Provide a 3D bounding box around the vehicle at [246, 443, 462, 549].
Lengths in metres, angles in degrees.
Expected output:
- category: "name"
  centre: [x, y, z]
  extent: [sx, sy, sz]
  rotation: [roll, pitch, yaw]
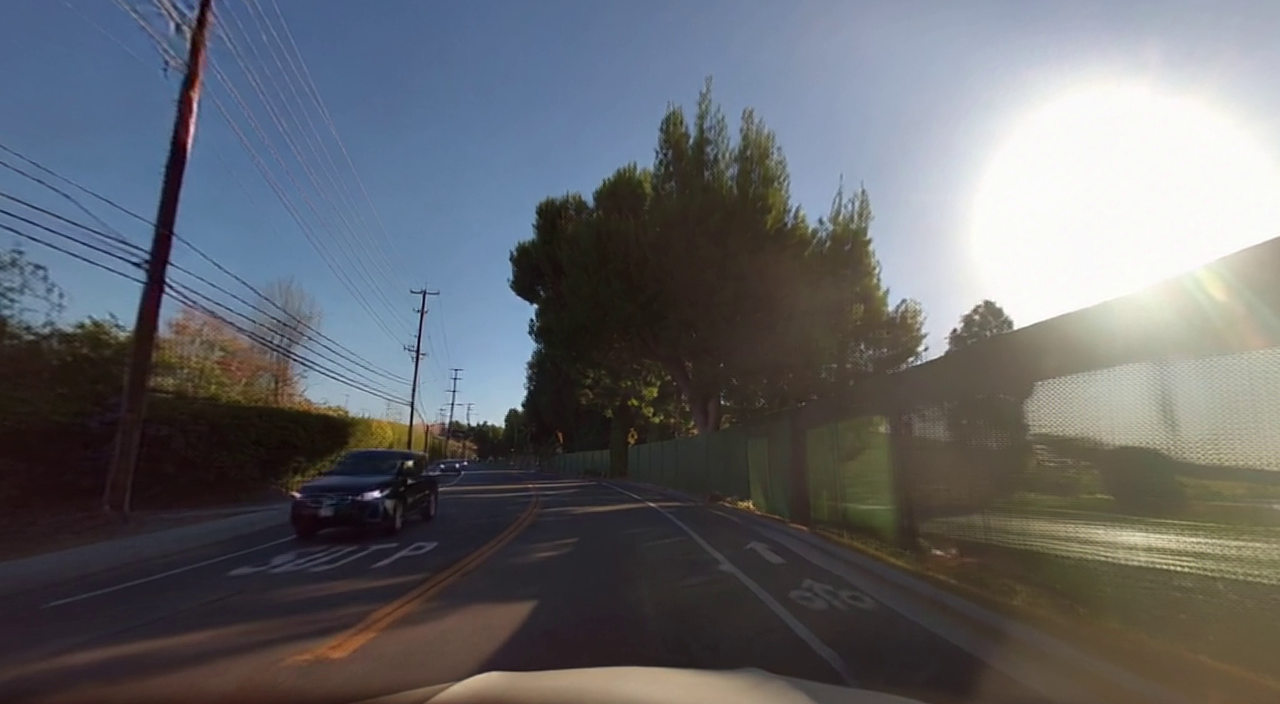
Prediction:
- category: "vehicle"
  centre: [-4.736, 2.408, 11.374]
  extent: [2.034, 1.479, 4.521]
  rotation: [0, -9, -4]
